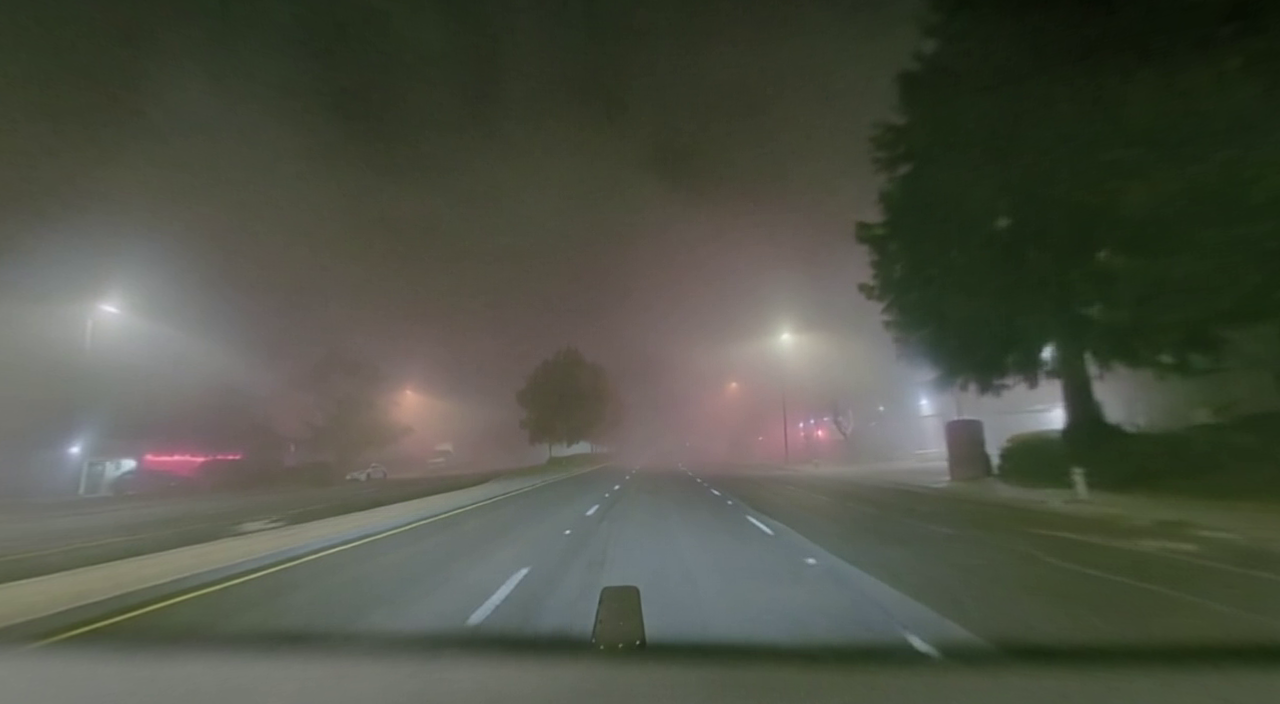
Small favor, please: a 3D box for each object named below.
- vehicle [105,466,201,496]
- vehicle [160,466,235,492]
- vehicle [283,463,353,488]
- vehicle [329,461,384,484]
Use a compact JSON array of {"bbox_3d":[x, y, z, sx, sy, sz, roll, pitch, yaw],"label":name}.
[{"bbox_3d":[-29.987,7.927,39.001,1.870,1.601,5.128,0,-9,-1],"label":"vehicle"},{"bbox_3d":[-27.482,7.880,39.243,1.872,1.413,3.806,0,-9,1],"label":"vehicle"},{"bbox_3d":[-20.788,7.992,40.844,1.929,1.393,4.611,0,-9,3],"label":"vehicle"},{"bbox_3d":[-20.691,8.792,46.174,1.820,1.459,4.559,0,-9,2],"label":"vehicle"}]
